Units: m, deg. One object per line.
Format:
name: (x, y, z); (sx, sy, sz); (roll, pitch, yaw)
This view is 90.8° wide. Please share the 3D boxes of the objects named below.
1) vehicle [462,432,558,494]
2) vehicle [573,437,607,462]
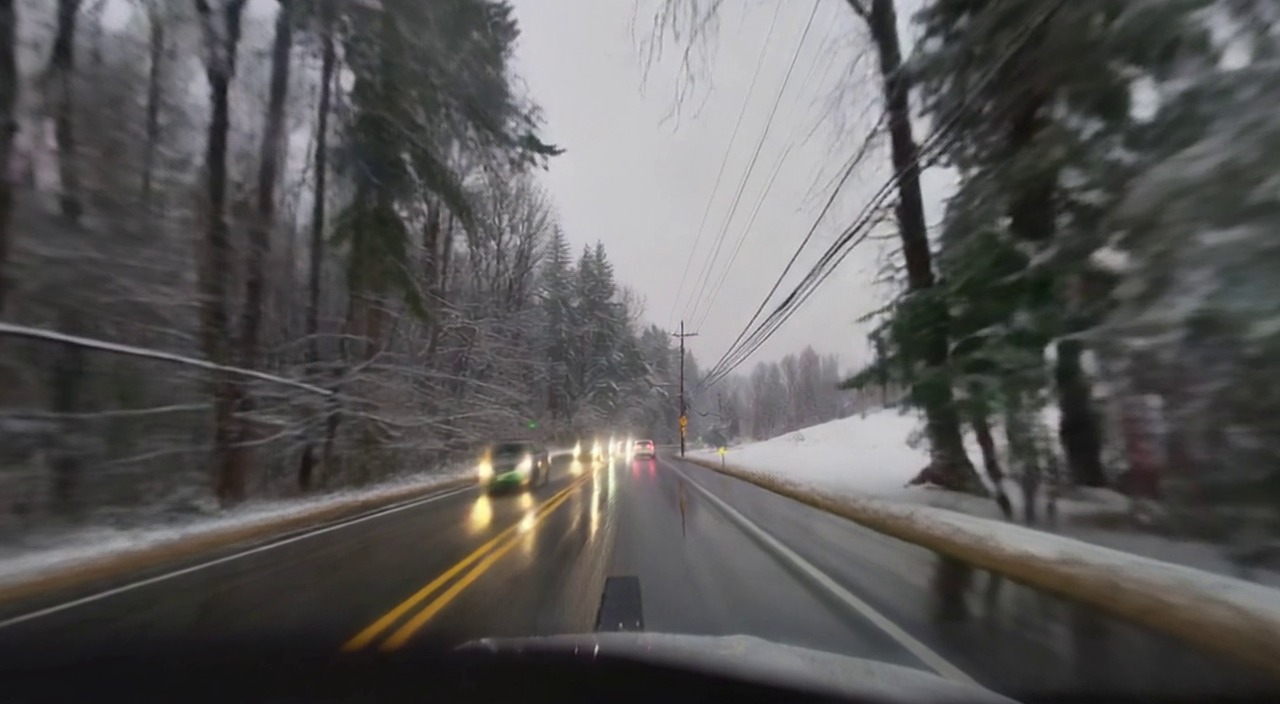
vehicle: (-3.927, 3.444, 19.902); (2.155, 1.727, 4.142); (0, -9, 0)
vehicle: (-3.608, 7.123, 46.181); (2.013, 1.743, 4.205); (0, -9, 2)
